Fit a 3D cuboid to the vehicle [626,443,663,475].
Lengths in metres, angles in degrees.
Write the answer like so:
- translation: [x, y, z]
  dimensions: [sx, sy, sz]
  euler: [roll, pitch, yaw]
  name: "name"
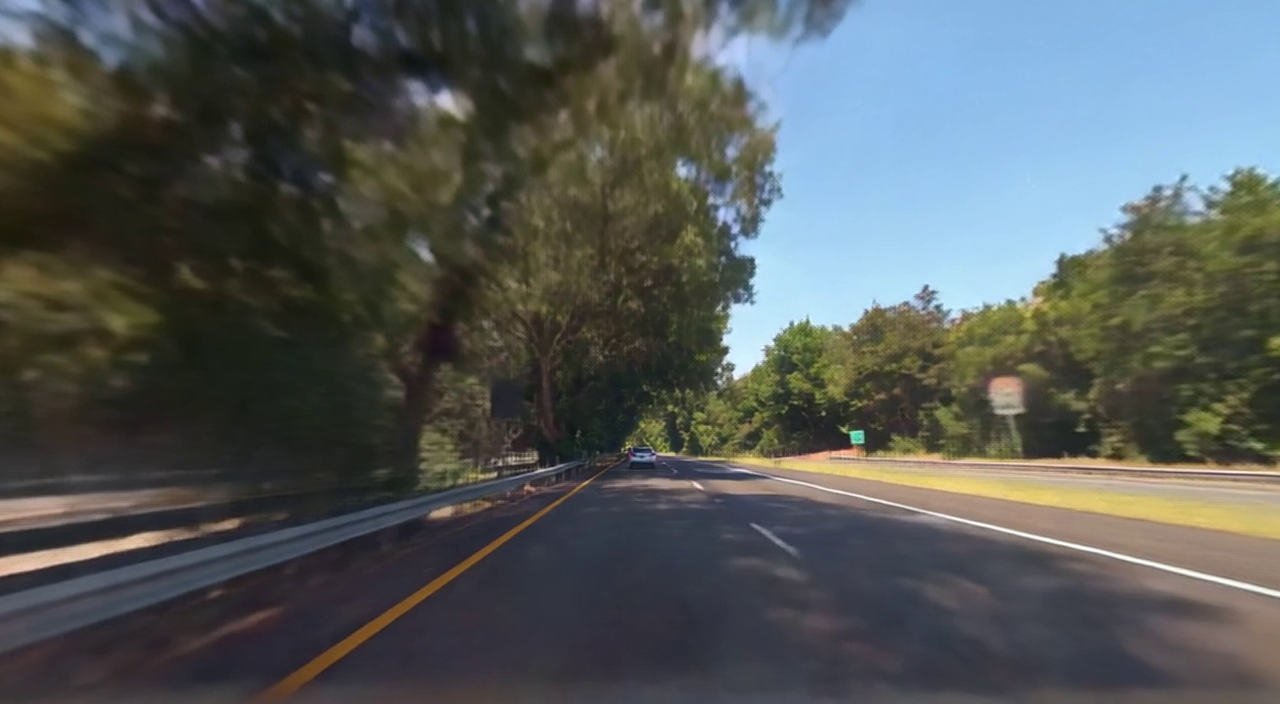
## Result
- translation: [0.208, 6.022, 35.622]
  dimensions: [1.987, 1.658, 3.620]
  euler: [0, -9, 0]
  name: "vehicle"
